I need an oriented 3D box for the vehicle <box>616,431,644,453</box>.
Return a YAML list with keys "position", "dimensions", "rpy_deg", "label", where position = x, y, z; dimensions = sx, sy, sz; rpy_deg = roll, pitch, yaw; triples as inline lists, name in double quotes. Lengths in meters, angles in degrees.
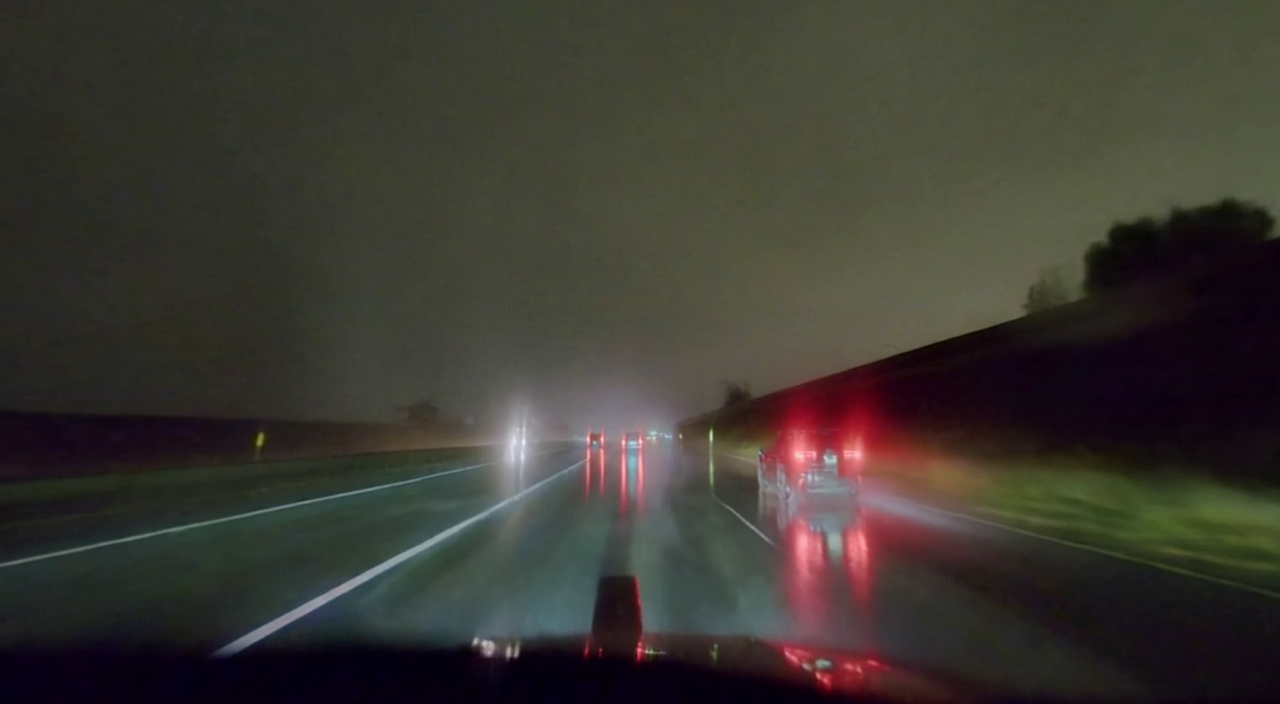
- position: [-0.763, 6.724, 47.203]
  dimensions: [1.984, 1.586, 3.866]
  rpy_deg: [0, -8, -2]
  label: "vehicle"
